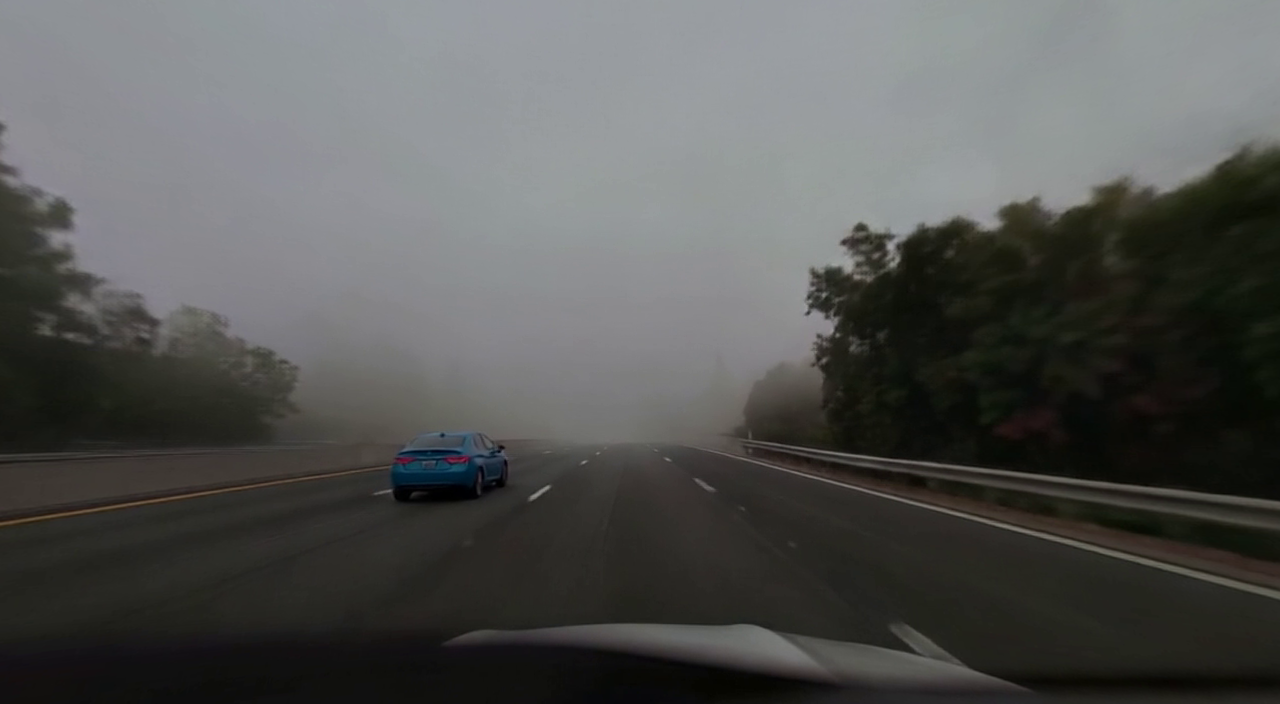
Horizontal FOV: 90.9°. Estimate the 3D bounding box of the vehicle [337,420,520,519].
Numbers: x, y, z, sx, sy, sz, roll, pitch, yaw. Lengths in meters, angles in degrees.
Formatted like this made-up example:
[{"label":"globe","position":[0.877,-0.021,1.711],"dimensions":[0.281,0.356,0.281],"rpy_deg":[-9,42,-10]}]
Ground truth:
[{"label":"vehicle","position":[-3.722,2.127,12.042],"dimensions":[2.026,1.517,4.325],"rpy_deg":[0,-8,0]}]
